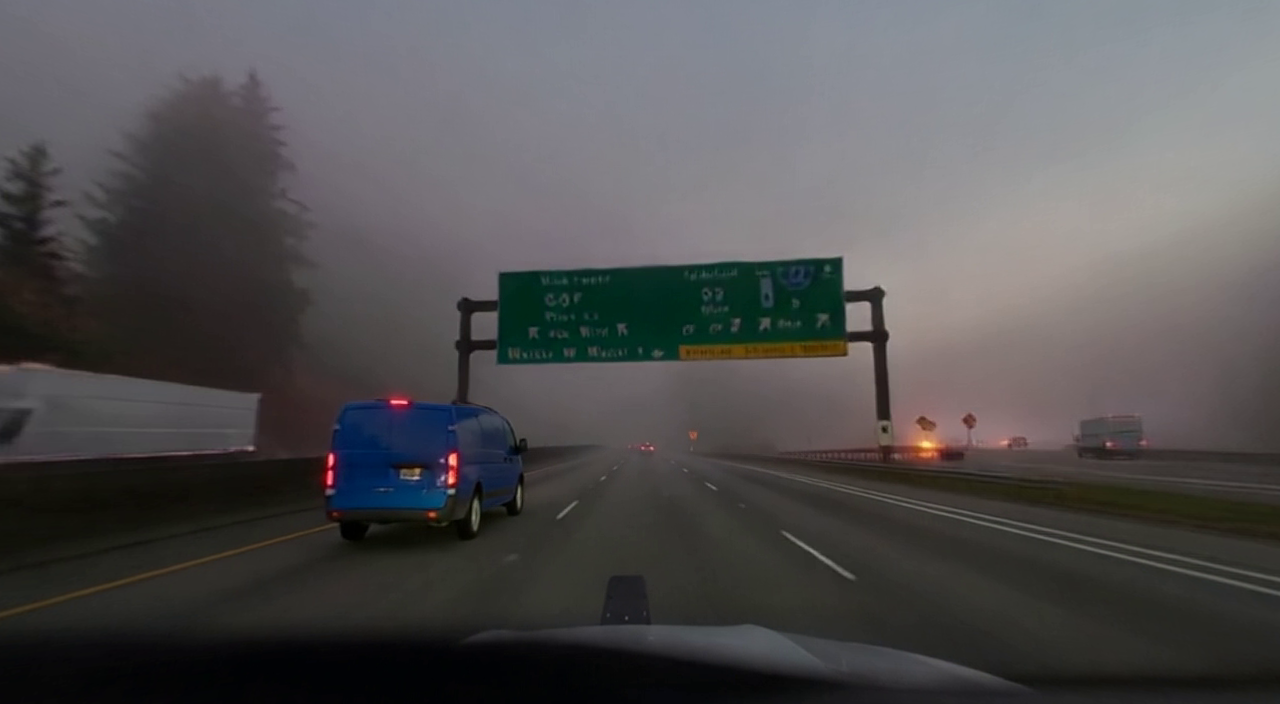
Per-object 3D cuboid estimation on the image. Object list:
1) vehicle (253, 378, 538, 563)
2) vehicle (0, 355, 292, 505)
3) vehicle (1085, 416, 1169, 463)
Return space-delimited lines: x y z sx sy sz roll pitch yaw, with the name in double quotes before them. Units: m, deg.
"vehicle" -3.080 1.625 9.308 2.281 2.025 4.586 0 -8 1
"vehicle" -19.314 3.120 24.104 3.495 4.081 14.680 0 -8 0
"vehicle" 31.486 5.674 40.933 2.207 2.820 5.493 -2 -8 15
